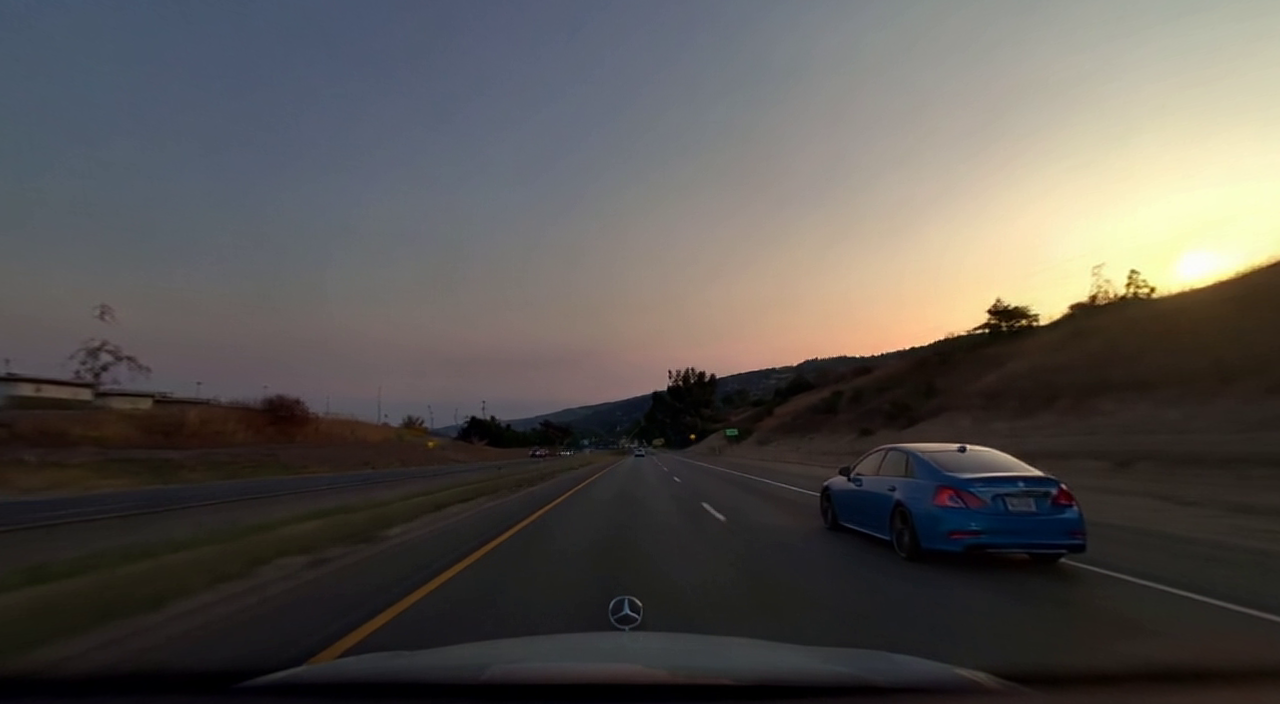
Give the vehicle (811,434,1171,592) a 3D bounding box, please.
[{"bbox_3d":[4.023,1.904,8.492,2.053,1.490,4.799,0,-9,0],"label":"vehicle"}]
